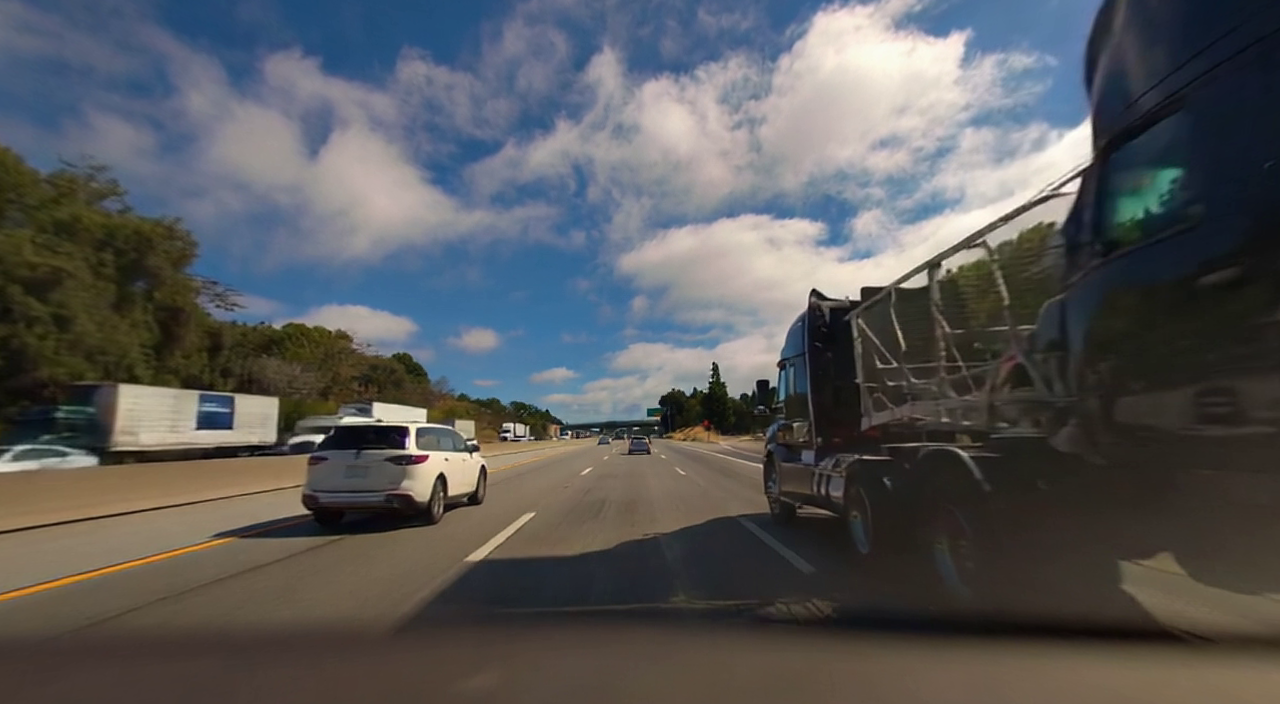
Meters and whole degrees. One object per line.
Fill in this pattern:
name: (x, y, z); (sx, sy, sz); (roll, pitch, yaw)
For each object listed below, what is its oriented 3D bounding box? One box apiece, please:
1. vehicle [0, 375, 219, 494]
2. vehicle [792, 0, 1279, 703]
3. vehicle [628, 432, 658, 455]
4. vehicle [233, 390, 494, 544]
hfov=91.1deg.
vehicle: (-19.763, 3.109, 23.817); (3.208, 3.879, 6.222); (0, -8, -1)
vehicle: (3.652, -0.598, 1.340); (2.899, 4.264, 14.325); (1, -8, -1)
vehicle: (0.190, 6.547, 45.306); (2.051, 1.528, 4.265); (0, -8, -1)
vehicle: (-3.994, 1.738, 10.237); (2.115, 1.887, 4.721); (0, -8, 0)
